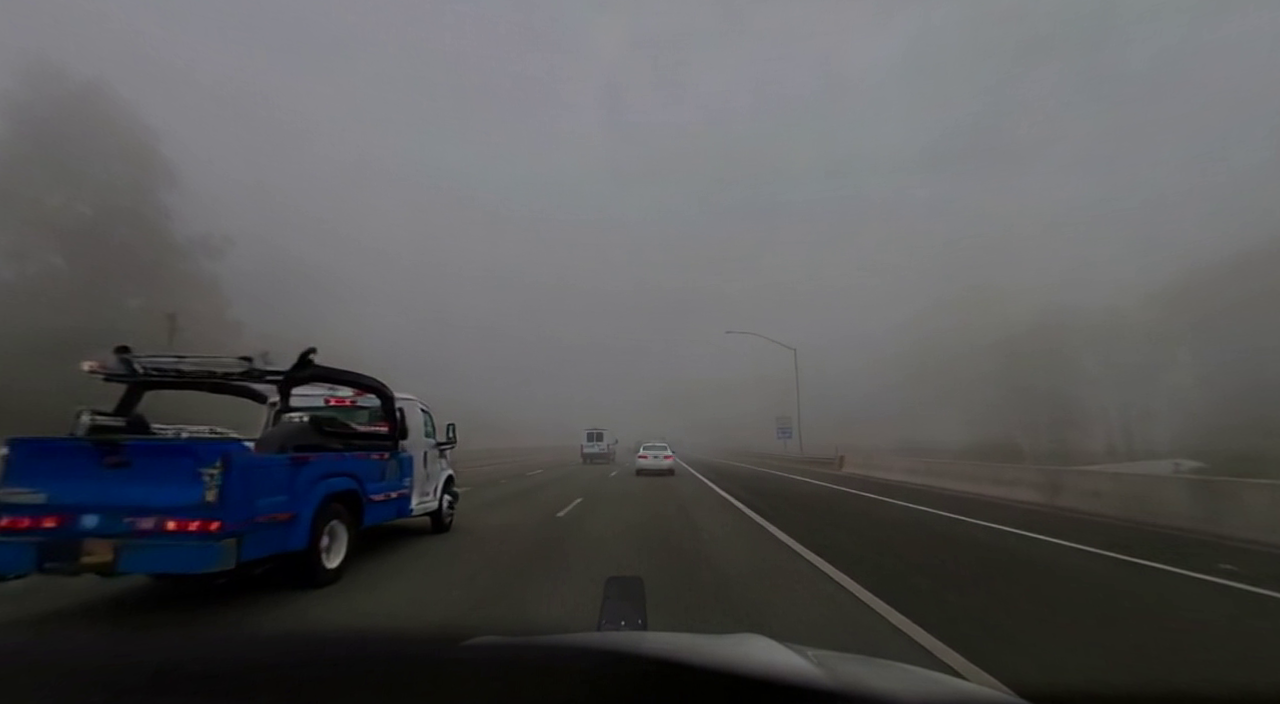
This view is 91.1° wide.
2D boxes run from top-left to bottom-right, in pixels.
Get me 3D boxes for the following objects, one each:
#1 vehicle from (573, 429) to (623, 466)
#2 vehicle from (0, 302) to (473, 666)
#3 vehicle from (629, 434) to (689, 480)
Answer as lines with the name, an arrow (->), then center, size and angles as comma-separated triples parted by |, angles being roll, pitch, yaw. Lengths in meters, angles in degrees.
vehicle -> -2.530, 5.972, 39.463 | 2.526, 2.146, 5.594 | 0, -8, 2
vehicle -> -3.648, 1.123, 6.394 | 2.292, 2.070, 5.532 | 0, -8, 1
vehicle -> 0.697, 4.137, 25.019 | 2.165, 1.653, 4.456 | 0, -8, 0
